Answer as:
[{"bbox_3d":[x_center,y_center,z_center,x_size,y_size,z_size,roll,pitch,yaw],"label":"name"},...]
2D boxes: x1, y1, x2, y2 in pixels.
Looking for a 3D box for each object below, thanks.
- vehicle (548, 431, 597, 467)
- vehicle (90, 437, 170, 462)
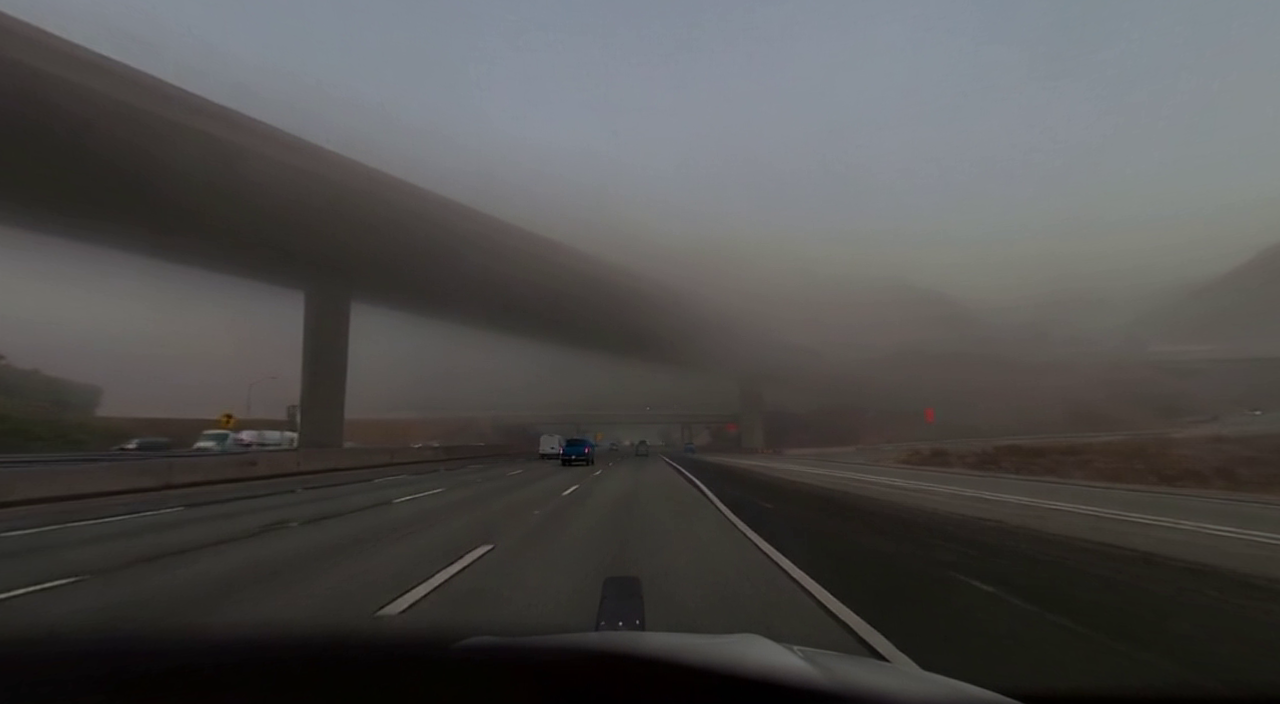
[{"bbox_3d":[-3.696,5.465,35.579,2.144,1.847,4.850,-1,-8,1],"label":"vehicle"},{"bbox_3d":[-34.144,6.525,42.302,1.753,1.537,4.193,-1,-8,2],"label":"vehicle"}]
